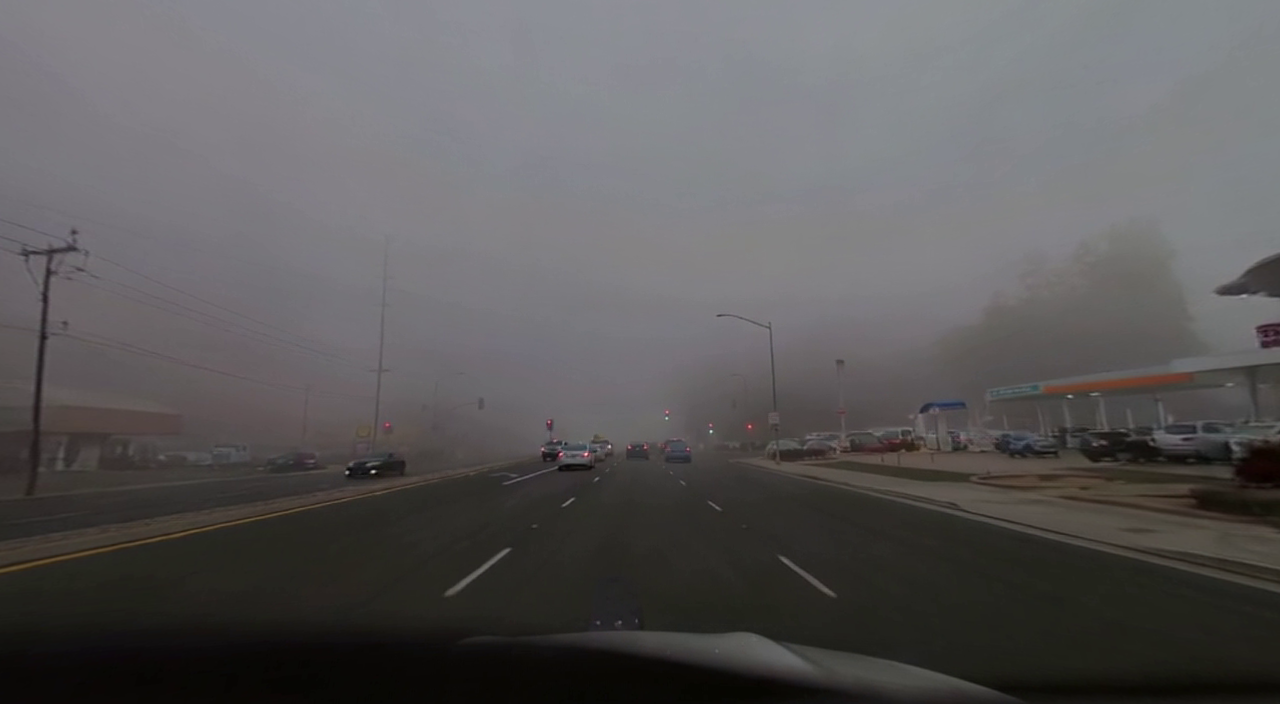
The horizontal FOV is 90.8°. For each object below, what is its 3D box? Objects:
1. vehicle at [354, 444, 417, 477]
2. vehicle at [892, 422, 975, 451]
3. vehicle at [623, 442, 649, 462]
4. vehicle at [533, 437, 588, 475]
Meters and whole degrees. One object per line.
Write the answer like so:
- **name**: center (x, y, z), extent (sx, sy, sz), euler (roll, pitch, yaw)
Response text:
- **vehicle**: center (-14.790, 6.320, 36.968), extent (1.891, 1.670, 4.333), euler (-4, -8, 0)
- **vehicle**: center (23.032, 6.665, 49.743), extent (5.314, 2.134, 2.261), euler (0, -8, 1)
- **vehicle**: center (-0.365, 7.892, 49.909), extent (1.976, 1.509, 3.647), euler (0, -8, -2)
- **vehicle**: center (-3.739, 5.001, 30.537), extent (2.040, 1.661, 4.573), euler (0, -8, 0)
